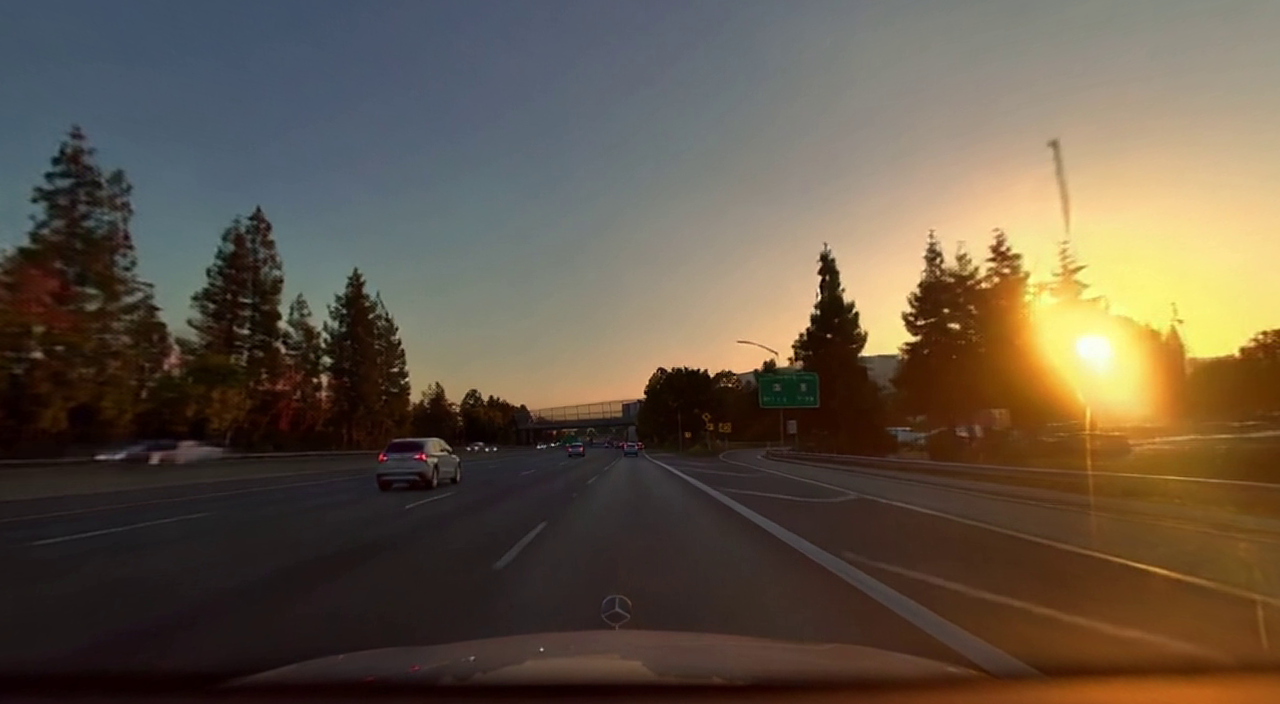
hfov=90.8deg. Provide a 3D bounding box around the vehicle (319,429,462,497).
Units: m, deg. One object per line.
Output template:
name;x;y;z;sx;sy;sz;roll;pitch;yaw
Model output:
vehicle;-6.720;3.051;17.728;2.016;1.606;4.806;1;-8;1
